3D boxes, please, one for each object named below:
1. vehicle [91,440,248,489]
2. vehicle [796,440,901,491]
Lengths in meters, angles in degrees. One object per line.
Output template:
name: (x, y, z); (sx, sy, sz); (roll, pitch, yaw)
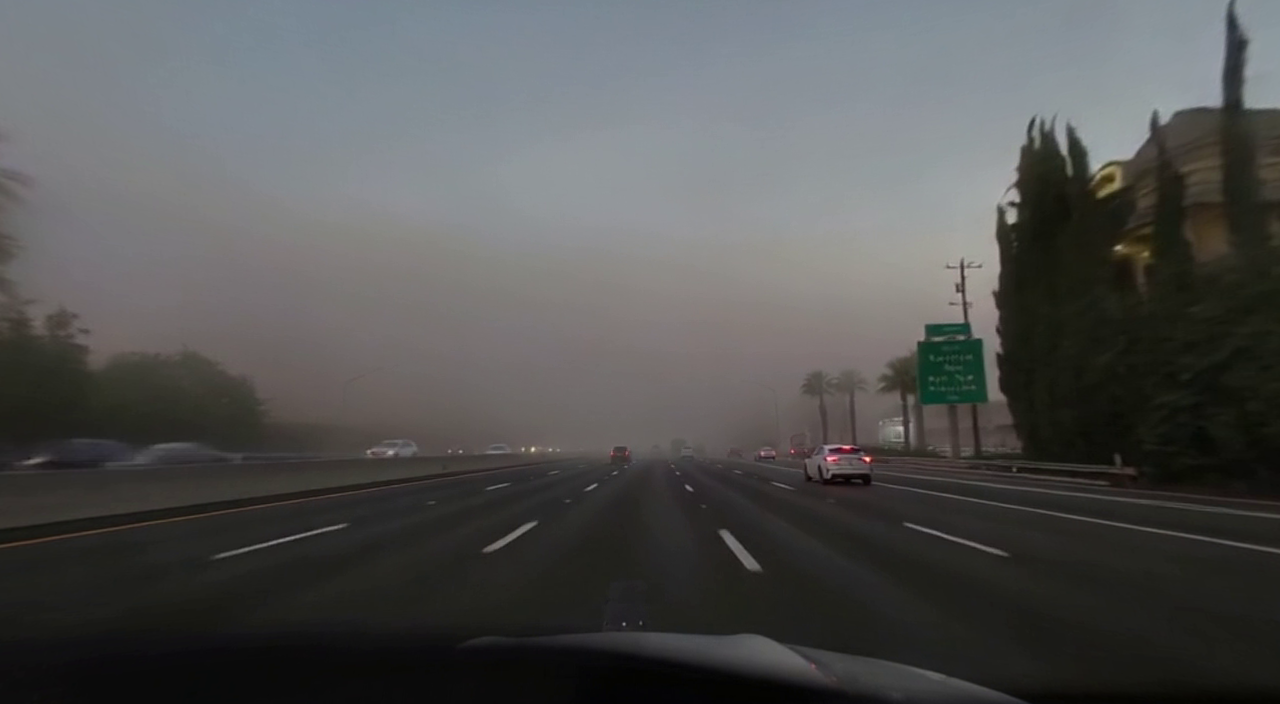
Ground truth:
vehicle: (-15.776, 3.778, 21.514); (1.884, 1.475, 4.400); (-1, -8, 2)
vehicle: (7.002, 3.851, 21.762); (2.071, 1.543, 4.702); (0, -8, 1)
